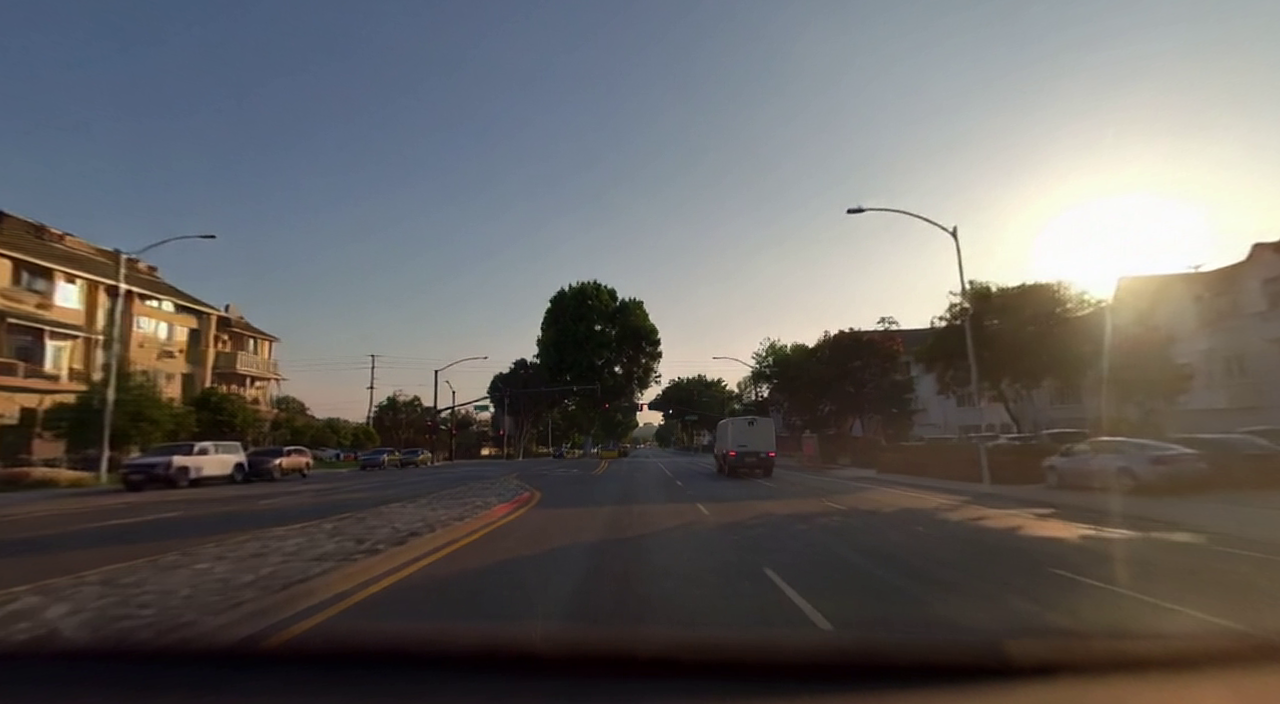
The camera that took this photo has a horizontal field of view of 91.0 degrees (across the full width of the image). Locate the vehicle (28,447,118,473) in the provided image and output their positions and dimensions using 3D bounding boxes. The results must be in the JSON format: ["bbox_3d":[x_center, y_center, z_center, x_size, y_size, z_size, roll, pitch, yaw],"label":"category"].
[{"bbox_3d":[-37.119,7.052,41.371,1.906,1.618,4.188,0,-9,2],"label":"vehicle"}]

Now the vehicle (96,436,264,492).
[{"bbox_3d":[-18.550,4.515,25.950,2.390,1.995,5.895,0,-8,1],"label":"vehicle"}]

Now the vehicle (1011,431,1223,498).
[{"bbox_3d":[12.739,3.036,17.355,2.079,1.541,4.801,0,-9,0],"label":"vehicle"}]

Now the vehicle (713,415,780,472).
[{"bbox_3d":[6.552,5.823,40.006,2.802,3.208,7.459,1,-9,-1],"label":"vehicle"}]

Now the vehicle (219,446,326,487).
[{"bbox_3d":[-15.228,4.741,26.378,1.917,1.577,3.995,0,-9,3],"label":"vehicle"}]

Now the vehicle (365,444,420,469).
[{"bbox_3d":[-18.263,7.720,46.713,2.097,1.733,4.527,0,-9,1],"label":"vehicle"}]
